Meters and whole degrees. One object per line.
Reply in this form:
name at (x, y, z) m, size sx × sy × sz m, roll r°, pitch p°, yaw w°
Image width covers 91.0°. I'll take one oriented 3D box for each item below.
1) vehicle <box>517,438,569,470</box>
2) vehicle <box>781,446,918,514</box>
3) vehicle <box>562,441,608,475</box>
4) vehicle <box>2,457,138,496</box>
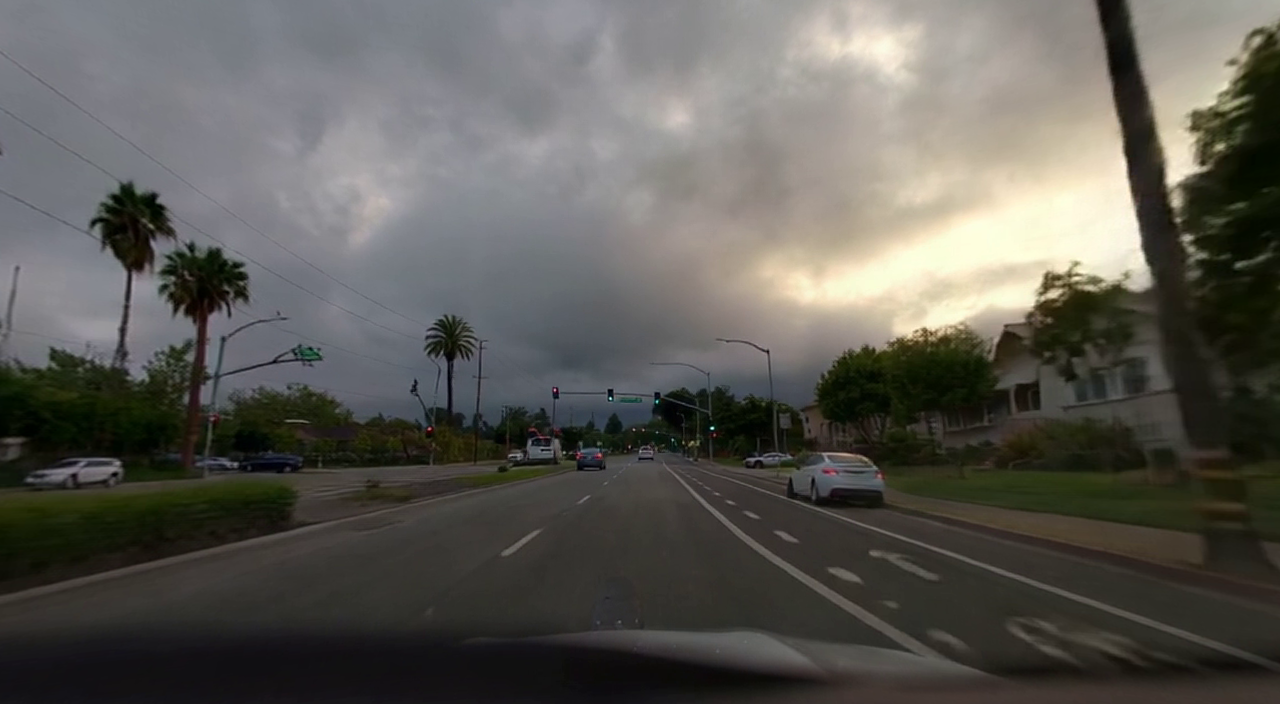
vehicle at (-6.532, 7.004, 43.371) m, size 2.457 × 2.010 × 6.330 m, roll 0°, pitch -9°, yaw 1°
vehicle at (5.184, 3.200, 16.255) m, size 1.994 × 1.507 × 4.173 m, roll 1°, pitch -9°, yaw -1°
vehicle at (-3.101, 6.147, 36.585) m, size 2.116 × 1.806 × 4.516 m, roll 0°, pitch -9°, yaw 2°
vehicle at (-25.388, 5.549, 28.331) m, size 1.838 × 1.516 × 4.484 m, roll 0°, pitch -9°, yaw 1°
